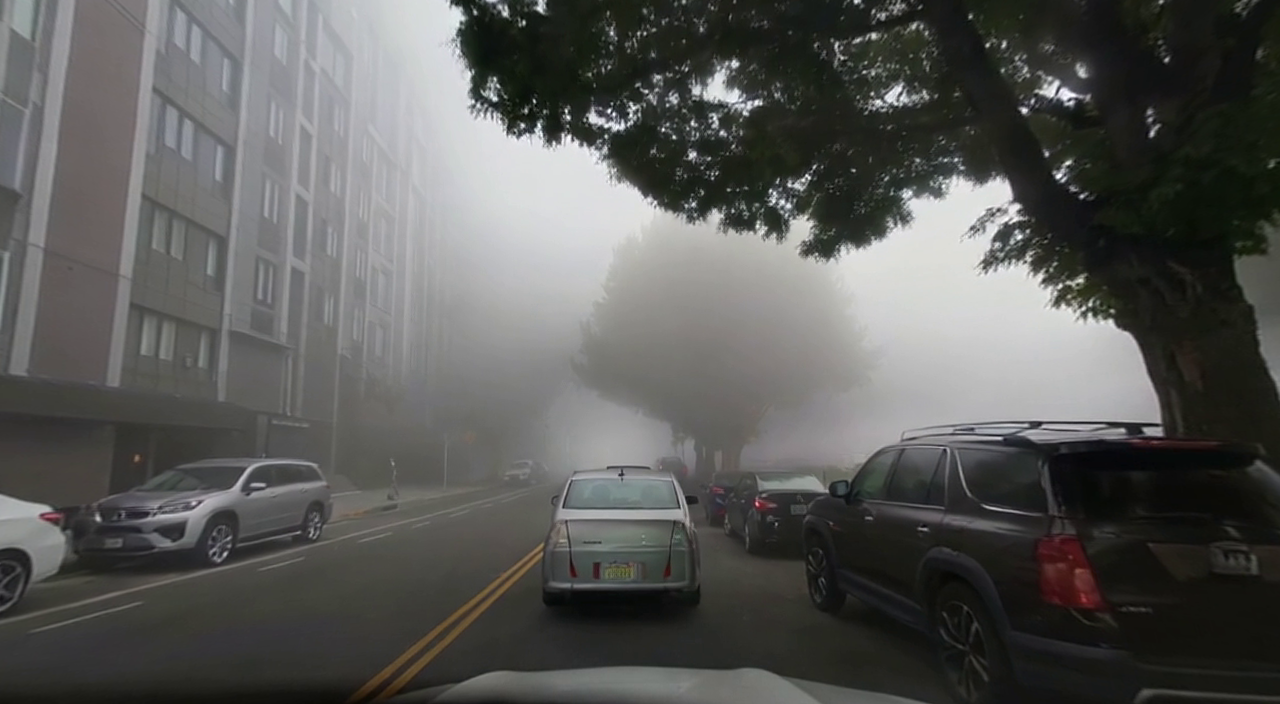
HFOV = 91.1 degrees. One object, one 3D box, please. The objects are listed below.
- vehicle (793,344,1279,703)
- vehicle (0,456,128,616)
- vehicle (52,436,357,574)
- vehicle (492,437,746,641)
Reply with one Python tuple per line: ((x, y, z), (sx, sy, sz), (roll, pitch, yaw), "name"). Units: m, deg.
((2.717, 1.327, 4.952), (1.868, 1.920, 4.501), (1, -10, 0), "vehicle")
((-6.953, 1.581, 5.158), (1.900, 1.471, 4.202), (1, -10, 0), "vehicle")
((-6.822, 2.515, 10.681), (1.994, 1.701, 4.520), (-3, -12, -1), "vehicle")
((-0.148, 1.834, 6.925), (2.018, 1.583, 3.646), (1, -10, 0), "vehicle")
